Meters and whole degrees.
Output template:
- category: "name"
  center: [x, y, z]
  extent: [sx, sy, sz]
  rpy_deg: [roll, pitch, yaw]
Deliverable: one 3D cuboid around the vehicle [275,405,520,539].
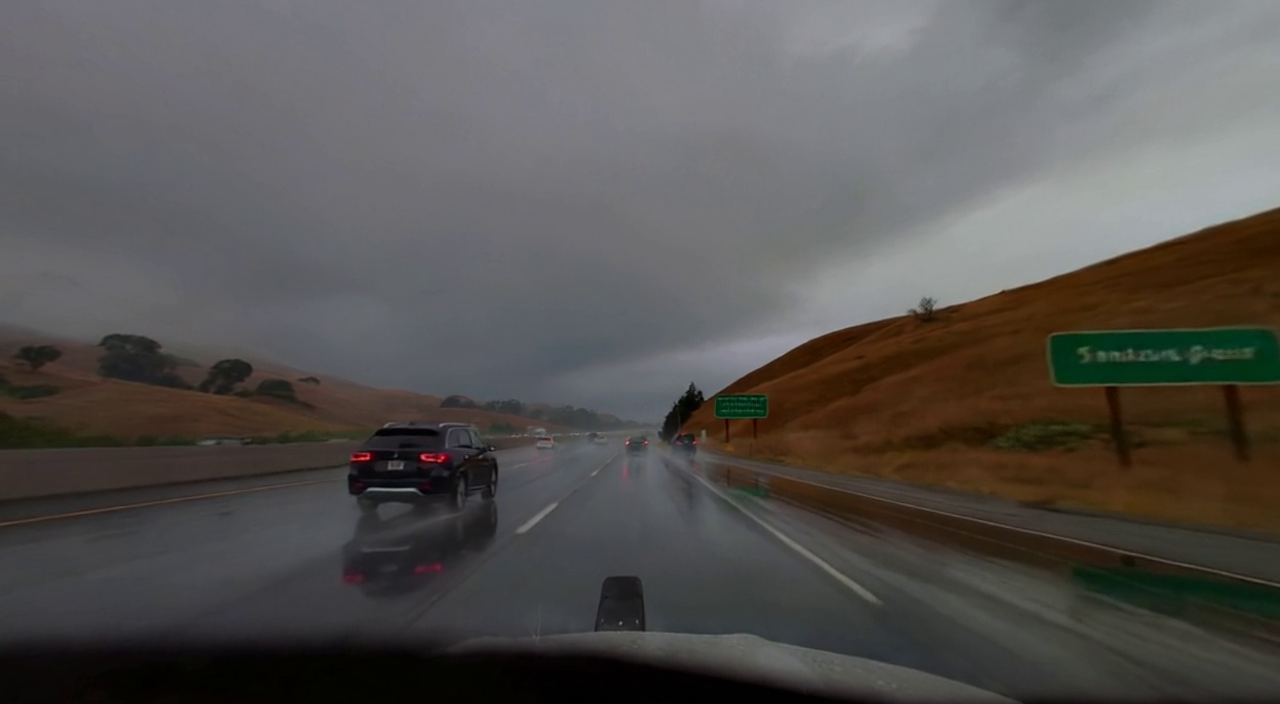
- category: "vehicle"
  center: [-3.552, 1.871, 10.466]
  extent: [2.166, 1.700, 4.661]
  rpy_deg: [0, -8, 1]
